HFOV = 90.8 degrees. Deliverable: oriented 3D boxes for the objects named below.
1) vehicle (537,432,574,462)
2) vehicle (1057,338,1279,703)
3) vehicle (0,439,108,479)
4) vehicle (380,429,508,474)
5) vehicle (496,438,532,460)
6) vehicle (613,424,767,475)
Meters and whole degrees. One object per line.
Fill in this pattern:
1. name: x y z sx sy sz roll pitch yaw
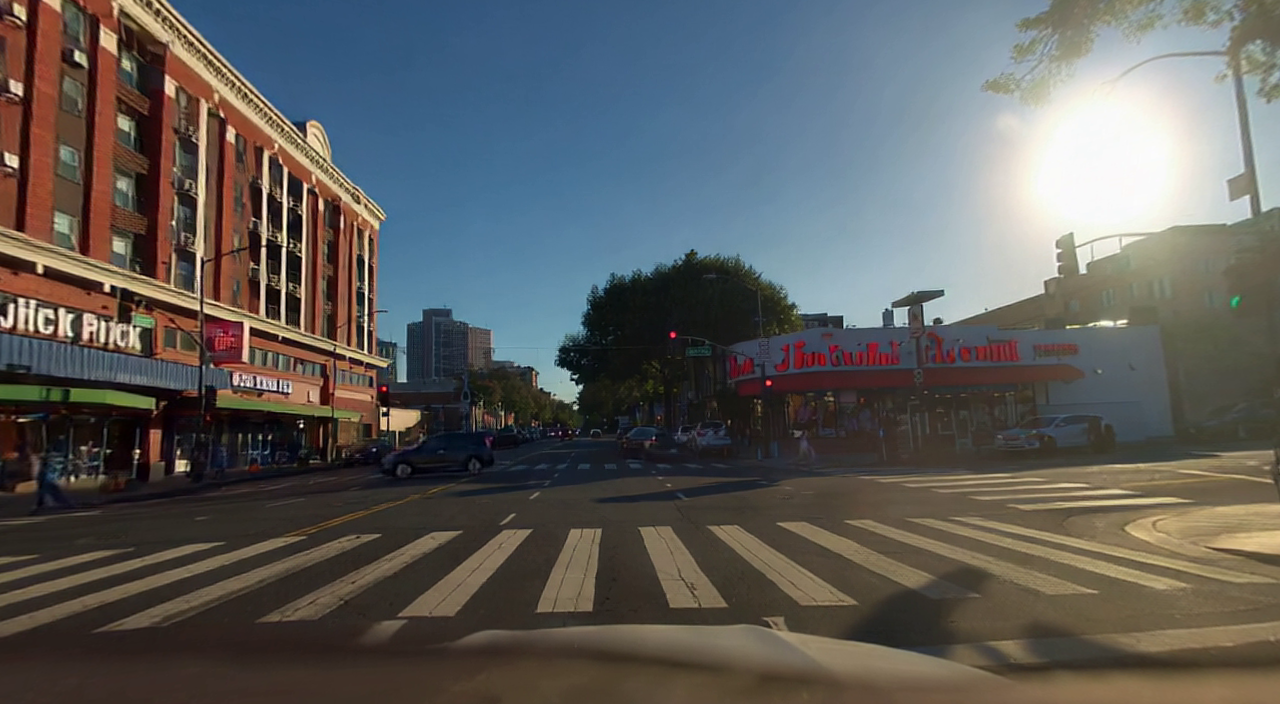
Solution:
1. vehicle: -5.115 5.804 38.615 1.976 1.683 4.117 0 -8 -4
2. vehicle: 3.022 0.611 0.870 1.866 1.654 4.354 0 -8 0
3. vehicle: -31.554 5.609 33.527 2.205 1.903 5.877 1 -9 -9
4. vehicle: -7.641 3.934 25.030 4.513 1.682 1.810 1 -9 -7
5. vehicle: -8.624 6.694 43.705 1.906 1.402 4.904 0 -8 -5
6. vehicle: 1.544 3.111 20.359 4.612 1.521 1.811 1 -9 -9
